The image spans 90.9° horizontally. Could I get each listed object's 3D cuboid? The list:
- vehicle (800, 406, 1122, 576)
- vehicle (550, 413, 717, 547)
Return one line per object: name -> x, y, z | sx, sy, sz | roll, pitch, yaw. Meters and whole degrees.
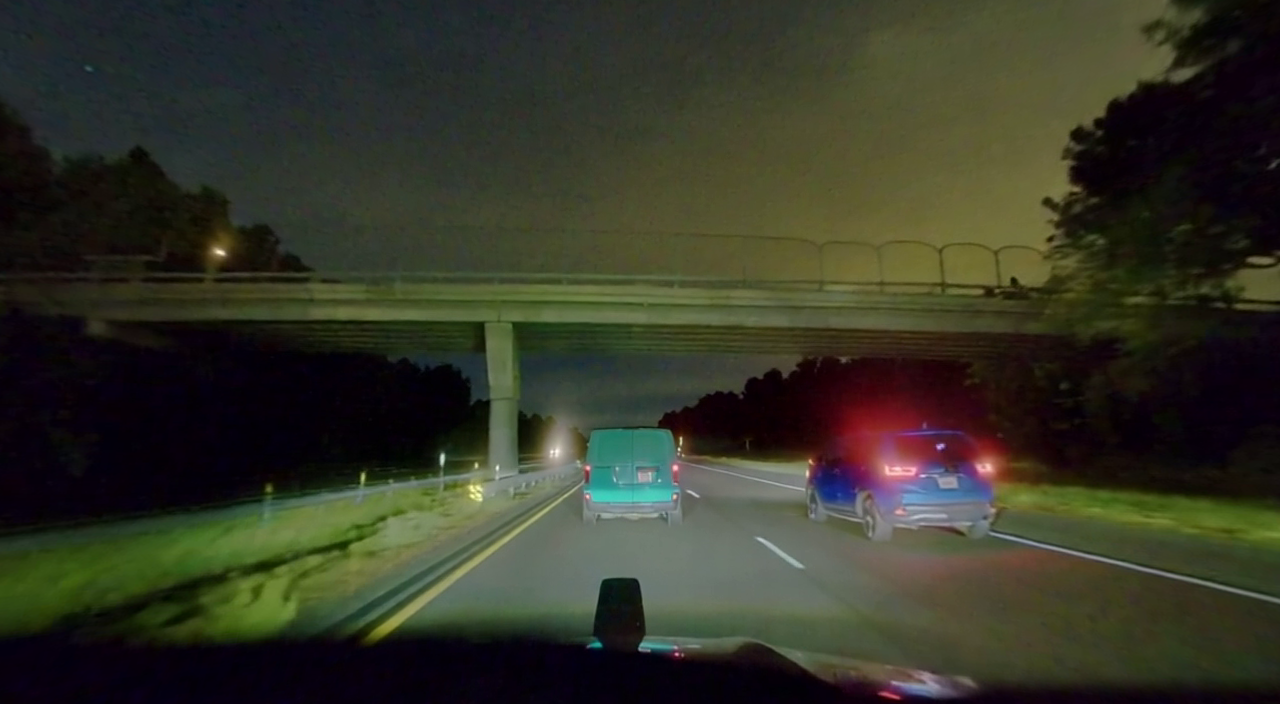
vehicle -> 3.950, 1.808, 8.955 | 2.043, 1.767, 4.620 | 0, -9, -1
vehicle -> -0.106, 2.070, 10.742 | 2.288, 1.823, 4.059 | 0, -9, 0
